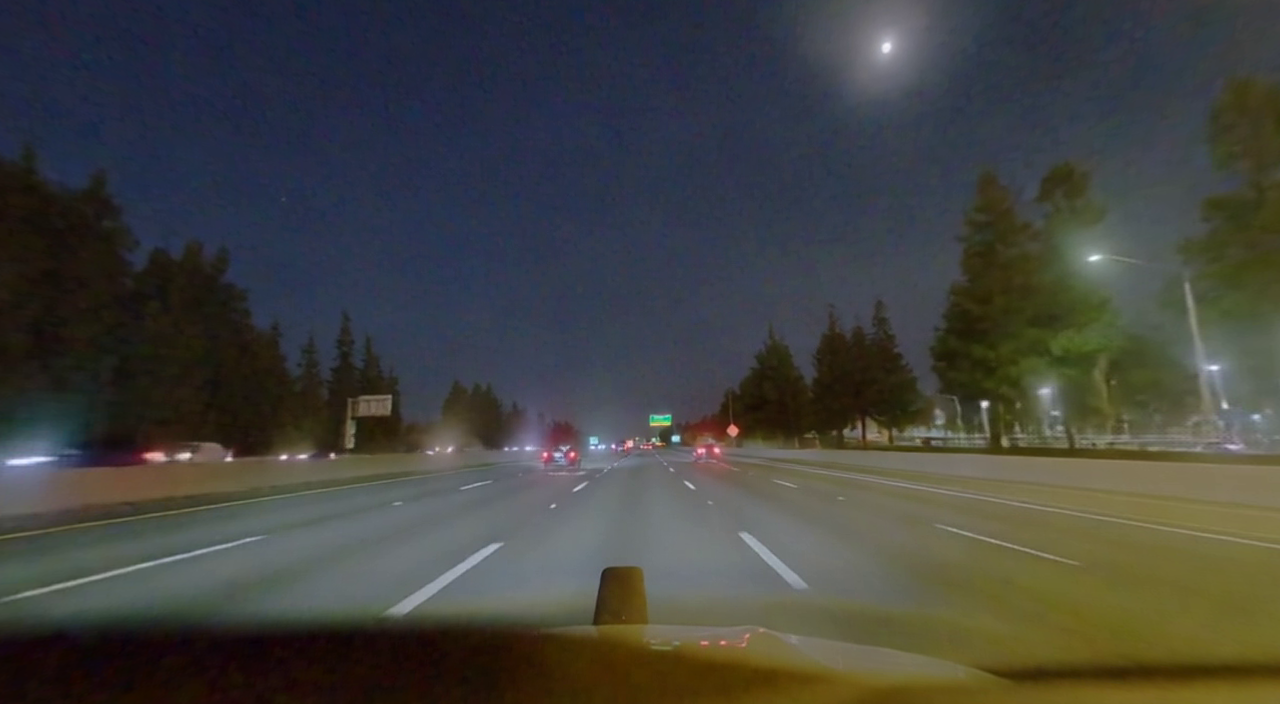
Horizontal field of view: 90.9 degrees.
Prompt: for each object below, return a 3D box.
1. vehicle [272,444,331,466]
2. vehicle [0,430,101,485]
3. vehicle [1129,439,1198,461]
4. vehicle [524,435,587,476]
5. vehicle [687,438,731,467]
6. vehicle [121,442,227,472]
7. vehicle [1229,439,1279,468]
[{"bbox_3d":[-24.466,7.451,45.778,1.774,1.501,4.471,0,-8,1],"label":"vehicle"},{"bbox_3d":[-21.027,3.371,20.251,2.244,1.684,5.795,0,-8,1],"label":"vehicle"},{"bbox_3d":[37.044,6.966,44.691,3.350,1.347,1.608,-3,-8,-1],"label":"vehicle"},{"bbox_3d":[-3.775,4.717,28.982,2.196,1.733,4.355,0,-8,1],"label":"vehicle"},{"bbox_3d":[4.227,6.275,39.487,2.229,1.704,4.392,0,-8,0],"label":"vehicle"},{"bbox_3d":[-28.417,6.406,38.768,2.158,1.692,5.672,0,-8,1],"label":"vehicle"},{"bbox_3d":[36.859,5.822,36.350,3.856,1.480,1.766,-3,-8,0],"label":"vehicle"}]
